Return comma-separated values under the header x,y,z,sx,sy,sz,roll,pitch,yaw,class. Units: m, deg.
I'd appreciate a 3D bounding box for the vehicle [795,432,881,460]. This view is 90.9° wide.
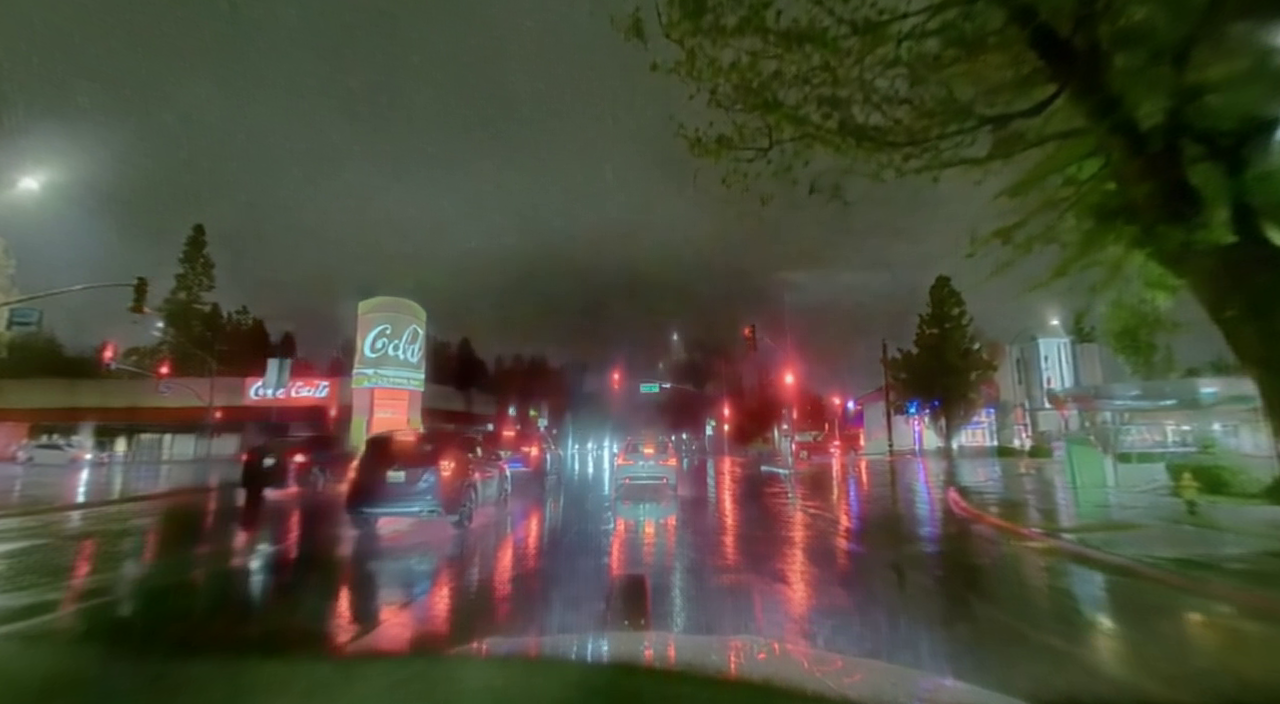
x,y,z,sx,sy,sz,roll,pitch,yaw,class
13.120,6.268,42.057,5.032,1.762,1.982,0,-8,0,vehicle

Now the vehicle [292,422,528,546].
x,y,z,sx,sy,sz,roll,pitch,yaw,class
-3.265,1.972,10.087,2.029,1.517,4.375,0,-8,1,vehicle

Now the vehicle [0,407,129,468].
x,y,z,sx,sy,sz,roll,pitch,yaw,class
-46.178,6.272,45.747,14.685,4.167,2.923,-1,-8,-5,vehicle

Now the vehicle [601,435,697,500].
x,y,z,sx,sy,sz,roll,pitch,yaw,class
0.312,2.991,16.813,2.258,1.507,3.896,-1,-8,3,vehicle

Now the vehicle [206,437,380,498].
x,y,z,sx,sy,sz,roll,pitch,yaw,class
-9.476,3.170,17.788,2.096,1.474,4.585,-1,-8,4,vehicle
